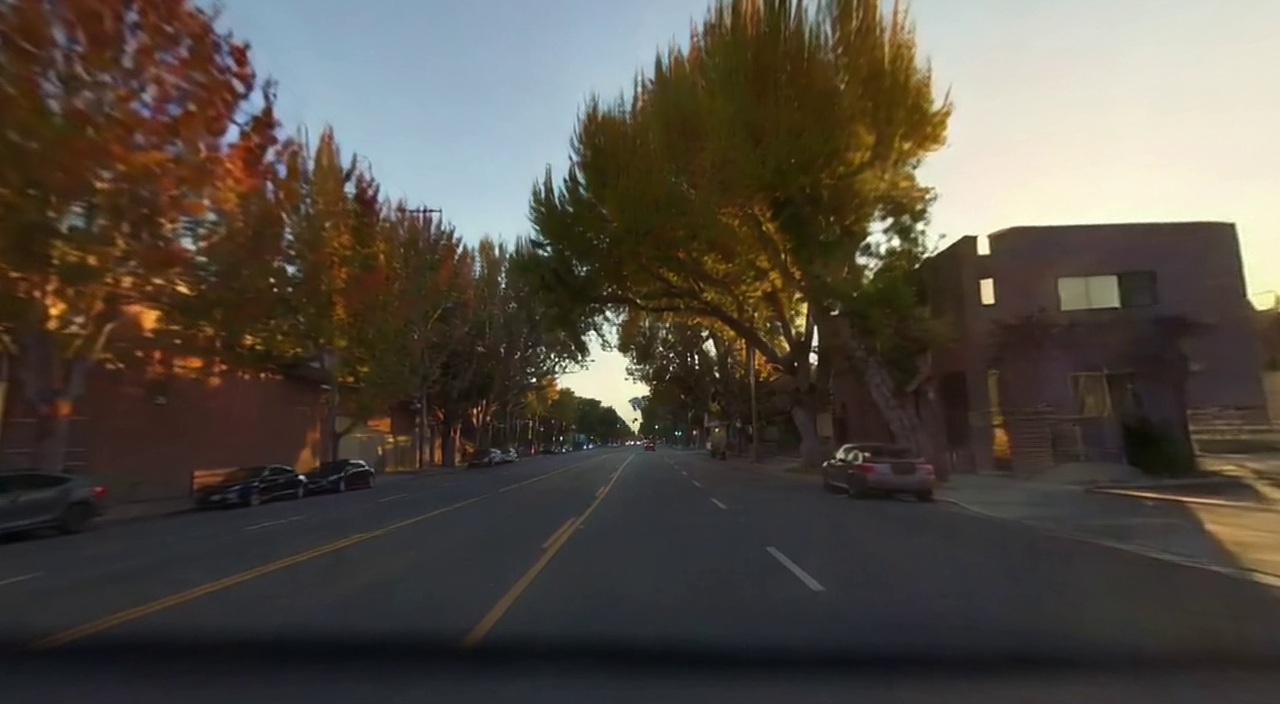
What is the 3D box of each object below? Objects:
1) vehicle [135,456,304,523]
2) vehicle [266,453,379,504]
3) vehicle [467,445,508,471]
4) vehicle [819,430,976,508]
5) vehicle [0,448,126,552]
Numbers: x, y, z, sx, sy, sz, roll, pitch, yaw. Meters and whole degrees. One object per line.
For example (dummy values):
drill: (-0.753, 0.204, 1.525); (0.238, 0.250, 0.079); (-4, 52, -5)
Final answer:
vehicle: (-11.867, 3.867, 18.191); (1.876, 1.502, 4.506); (-3, -9, -1)
vehicle: (-11.935, 4.734, 23.995); (1.902, 1.525, 4.821); (-4, -8, -1)
vehicle: (-11.874, 8.253, 49.109); (1.939, 1.783, 4.763); (-4, -8, 1)
vehicle: (6.669, 3.078, 17.133); (2.078, 1.766, 5.474); (-1, -8, 2)
vehicle: (-11.963, 2.656, 11.115); (1.979, 1.759, 4.435); (-4, -8, 0)
